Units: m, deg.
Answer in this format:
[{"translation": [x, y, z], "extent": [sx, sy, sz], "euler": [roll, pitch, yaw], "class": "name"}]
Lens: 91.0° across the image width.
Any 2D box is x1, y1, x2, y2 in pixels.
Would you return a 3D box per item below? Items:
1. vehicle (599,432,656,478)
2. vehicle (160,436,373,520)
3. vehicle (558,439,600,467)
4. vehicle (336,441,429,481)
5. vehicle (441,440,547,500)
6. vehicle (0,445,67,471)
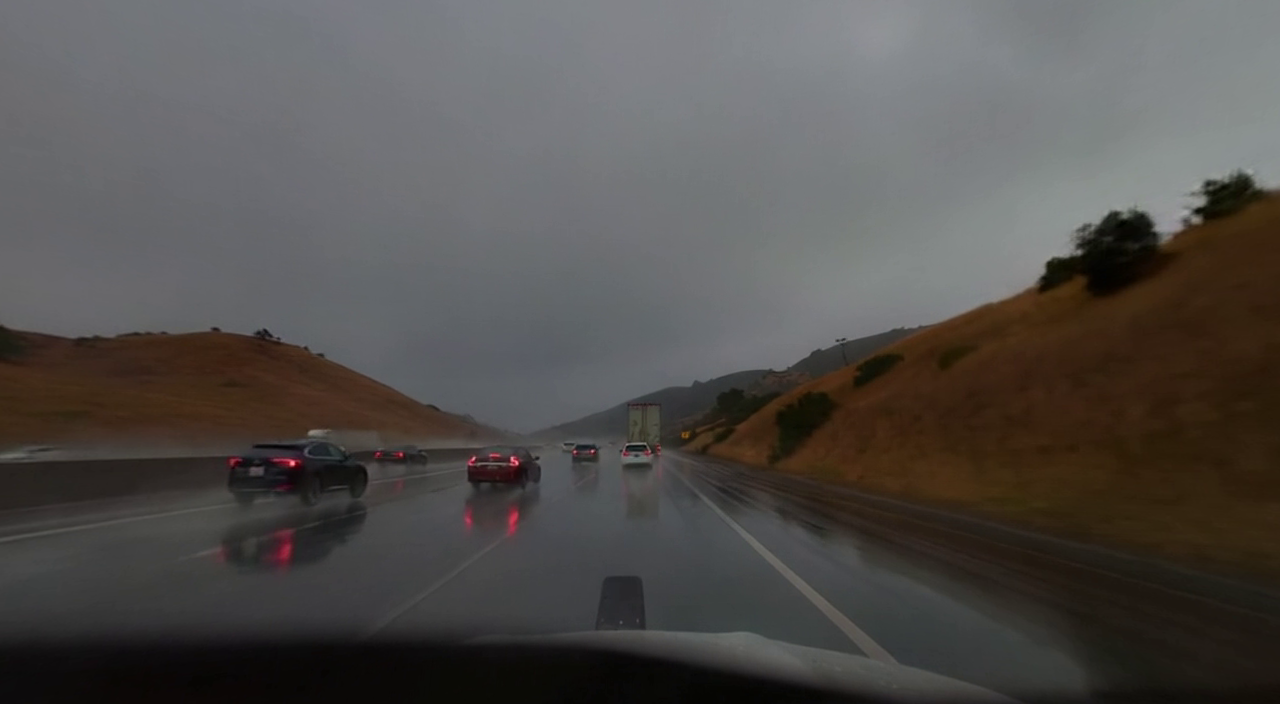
[{"translation": [-0.502, 4.459, 27.447], "extent": [2.281, 1.795, 4.297], "euler": [1, -9, 0], "class": "vehicle"}, {"translation": [-7.821, 2.654, 13.791], "extent": [2.029, 1.507, 4.204], "euler": [0, -9, 1], "class": "vehicle"}, {"translation": [-3.758, 6.344, 39.714], "extent": [2.155, 1.661, 4.477], "euler": [0, -9, 1], "class": "vehicle"}, {"translation": [-10.709, 4.568, 26.586], "extent": [1.950, 1.507, 4.527], "euler": [0, -9, 1], "class": "vehicle"}, {"translation": [-4.011, 3.324, 18.151], "extent": [1.943, 1.468, 4.547], "euler": [0, -9, 0], "class": "vehicle"}, {"translation": [-42.577, 7.213, 43.054], "extent": [1.897, 1.618, 5.117], "euler": [0, -9, 0], "class": "vehicle"}]
